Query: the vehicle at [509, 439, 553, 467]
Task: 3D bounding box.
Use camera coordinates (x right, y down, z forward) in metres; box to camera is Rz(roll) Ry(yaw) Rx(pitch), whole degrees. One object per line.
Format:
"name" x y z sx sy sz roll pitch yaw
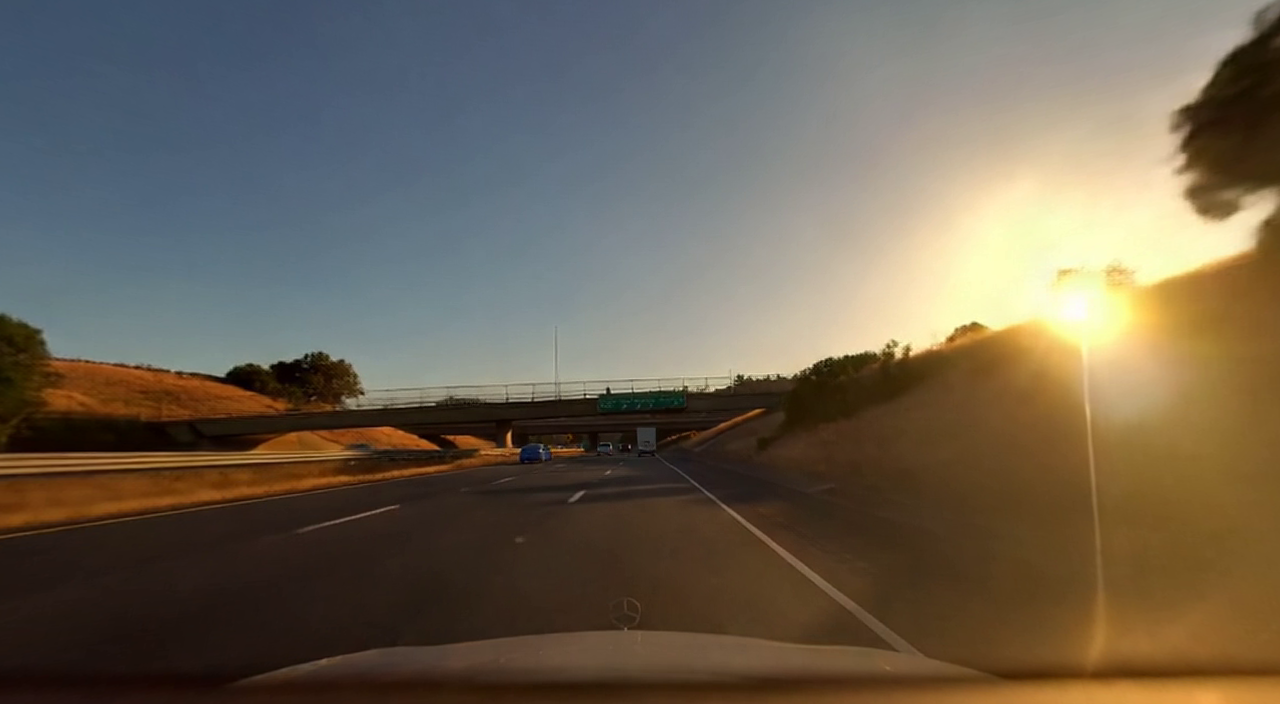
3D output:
"vehicle" -7.052 6.602 41.332 2.070 1.738 4.733 0 -8 0
